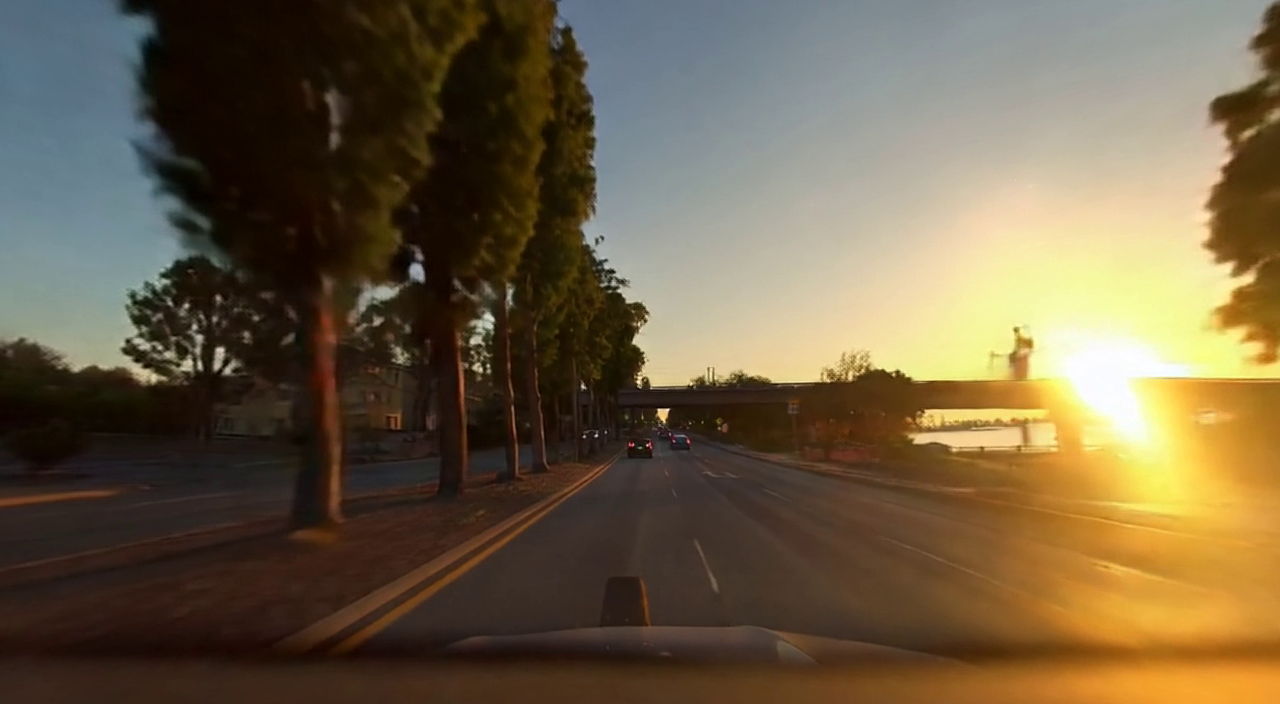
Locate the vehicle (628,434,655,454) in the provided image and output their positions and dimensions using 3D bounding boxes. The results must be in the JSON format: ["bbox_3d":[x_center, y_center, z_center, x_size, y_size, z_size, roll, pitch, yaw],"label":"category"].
[{"bbox_3d":[0.117,7.228,49.509,2.039,1.462,4.203,0,-8,0],"label":"vehicle"}]
